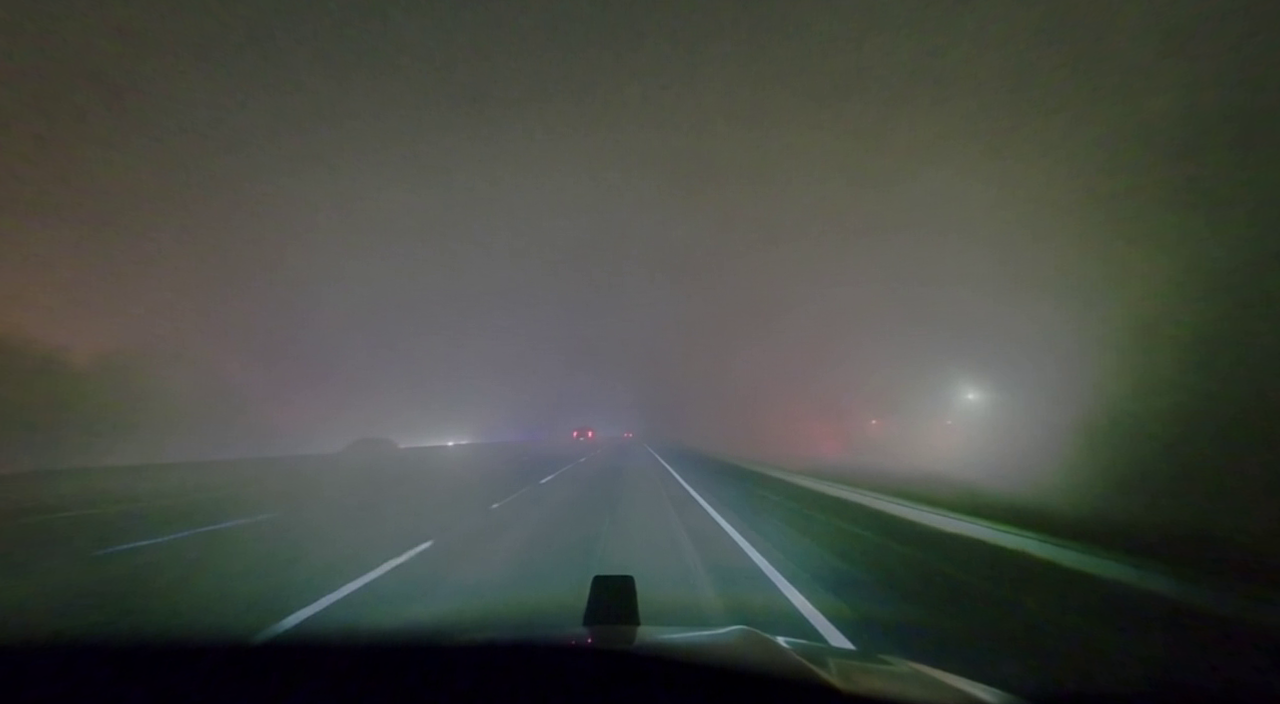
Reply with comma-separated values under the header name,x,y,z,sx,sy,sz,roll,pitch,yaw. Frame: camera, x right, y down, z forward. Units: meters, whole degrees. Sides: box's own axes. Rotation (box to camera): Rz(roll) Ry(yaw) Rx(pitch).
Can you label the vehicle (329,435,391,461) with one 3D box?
name,x,y,z,sx,sy,sz,roll,pitch,yaw
vehicle,-16.426,5.626,37.068,1.881,1.464,4.047,0,-8,-1
